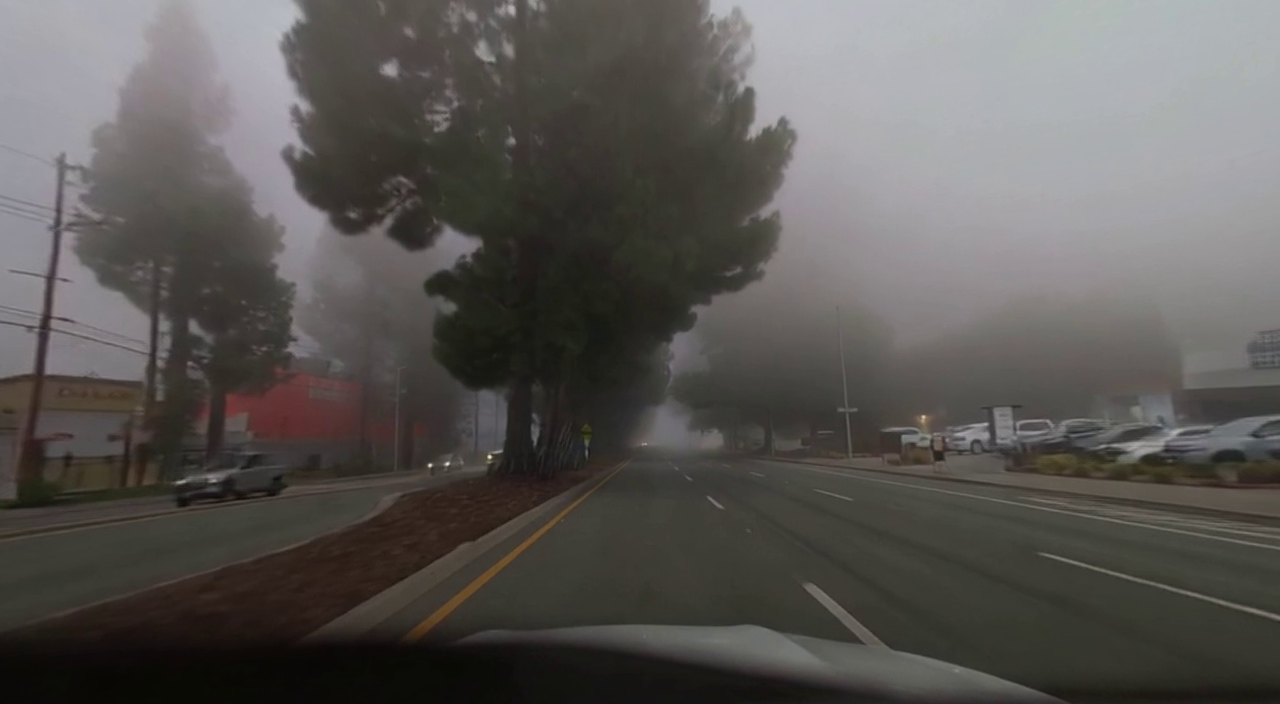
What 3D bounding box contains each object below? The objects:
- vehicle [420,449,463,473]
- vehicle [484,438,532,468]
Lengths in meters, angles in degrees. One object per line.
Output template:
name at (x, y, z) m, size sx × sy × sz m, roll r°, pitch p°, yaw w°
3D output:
vehicle at (-15.534, 8.532, 49.576) m, size 1.930 × 1.738 × 4.339 m, roll 0°, pitch -9°, yaw 0°
vehicle at (-9.526, 7.371, 46.030) m, size 2.180 × 2.034 × 5.429 m, roll -1°, pitch -9°, yaw 1°
